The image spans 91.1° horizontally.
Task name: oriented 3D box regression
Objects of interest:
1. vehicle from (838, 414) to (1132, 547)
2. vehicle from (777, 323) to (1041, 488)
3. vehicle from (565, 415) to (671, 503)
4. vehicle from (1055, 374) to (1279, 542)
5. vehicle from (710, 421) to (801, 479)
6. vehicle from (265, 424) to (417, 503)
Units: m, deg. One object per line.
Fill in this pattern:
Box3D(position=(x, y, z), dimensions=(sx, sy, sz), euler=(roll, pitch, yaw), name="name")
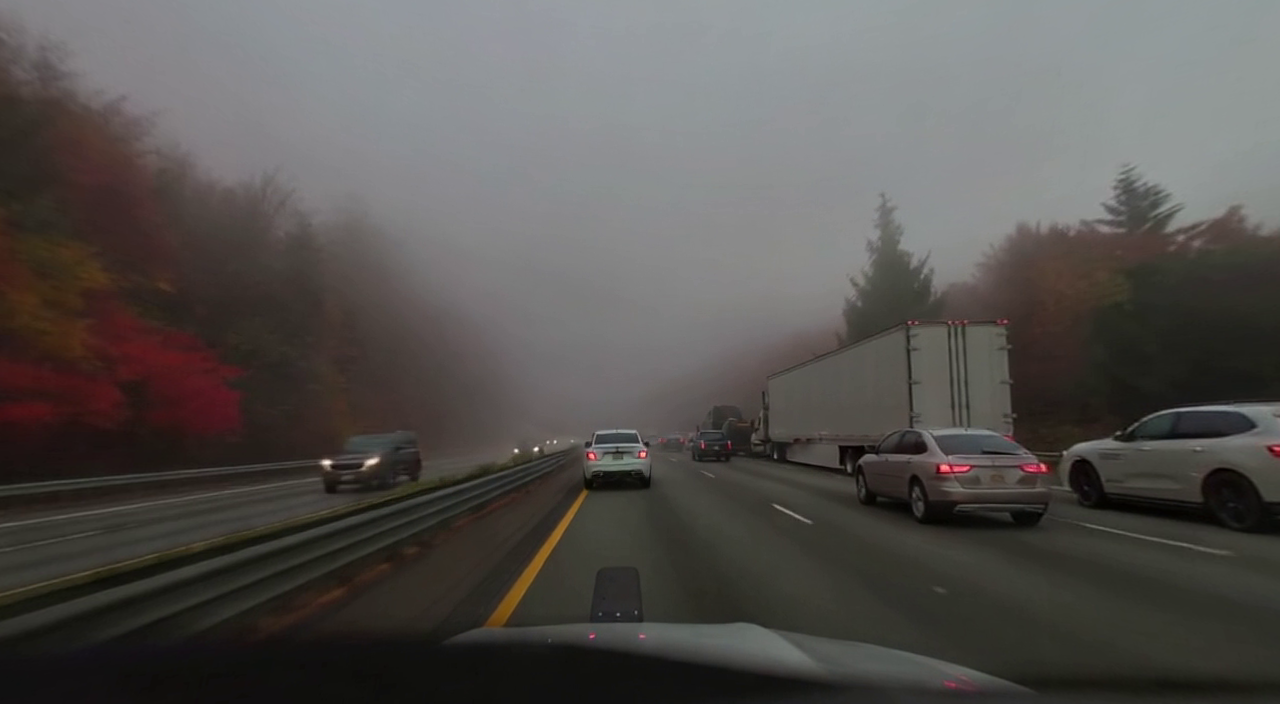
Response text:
Box3D(position=(4.659, 1.764, 9.380), dimensions=(2.040, 1.523, 4.068), euler=(0, -8, -1), name="vehicle")
Box3D(position=(8.188, 2.232, 22.662), dimensions=(2.908, 4.099, 14.103), euler=(0, -8, -2), name="vehicle")
Box3D(position=(-0.474, 2.416, 14.689), dimensions=(2.087, 1.709, 4.455), euler=(0, -8, -1), name="vehicle")
Box3D(position=(8.571, 1.445, 8.885), dimensions=(2.116, 1.965, 4.691), euler=(0, -8, -1), name="vehicle")
Box3D(position=(3.648, 3.177, 20.674), dimensions=(2.147, 1.707, 3.963), euler=(0, -8, -2), name="vehicle")
Box3D(position=(-8.054, 3.016, 17.511), dimensions=(2.152, 1.903, 4.339), euler=(0, -8, -1), name="vehicle")
